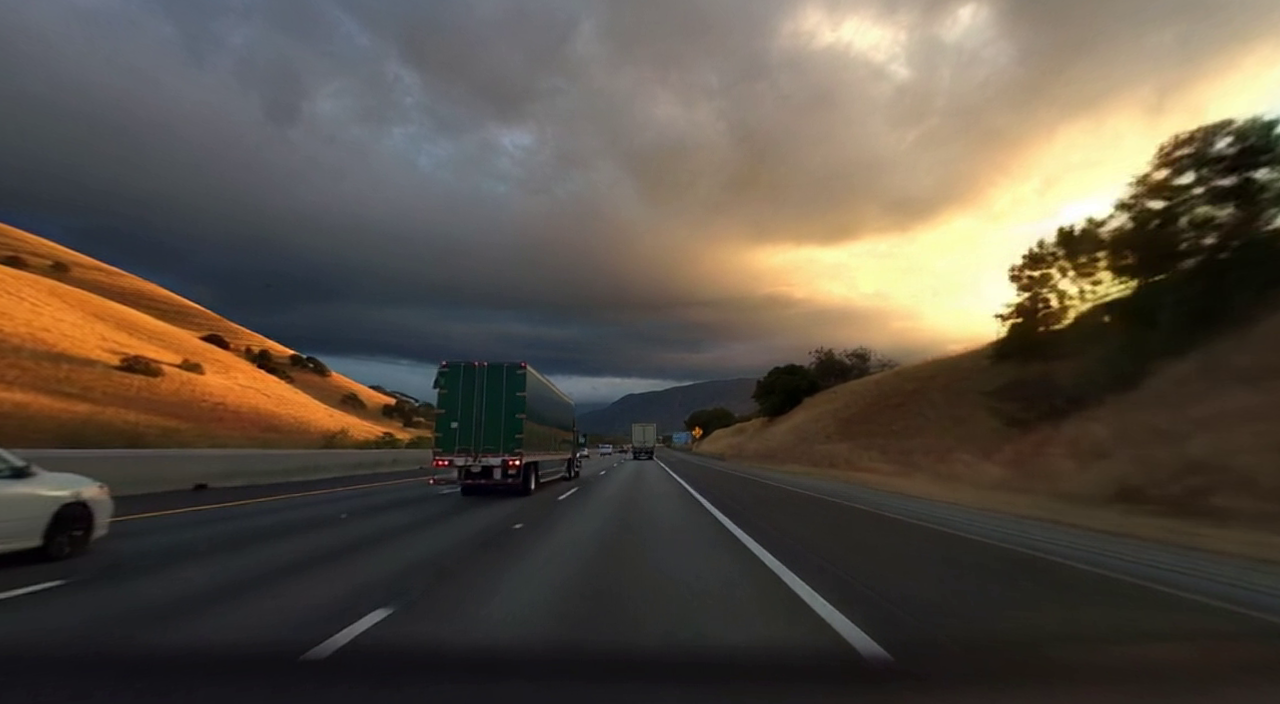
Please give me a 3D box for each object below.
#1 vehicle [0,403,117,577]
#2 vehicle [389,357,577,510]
[{"bbox_3d":[-7.462,1.207,5.222,2.125,1.725,4.715,0,-9,0],"label":"vehicle"},{"bbox_3d":[-3.909,2.556,19.015,2.789,3.271,10.894,0,-9,0],"label":"vehicle"}]
